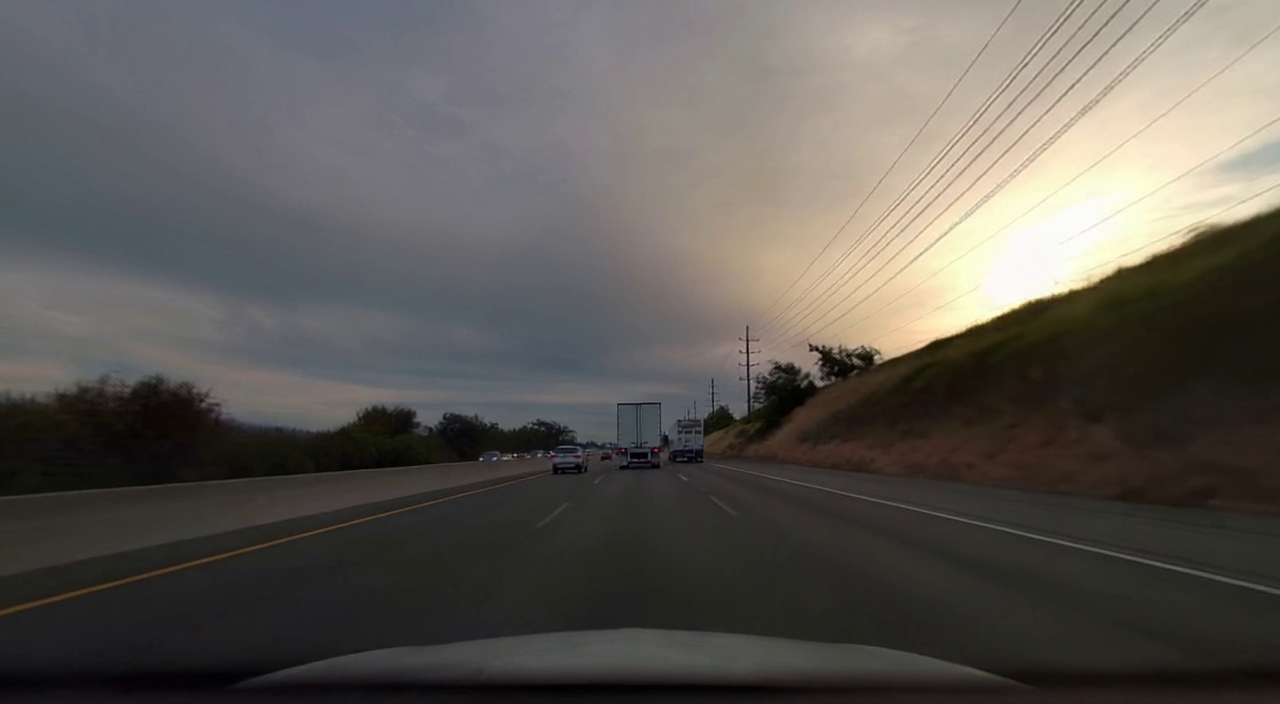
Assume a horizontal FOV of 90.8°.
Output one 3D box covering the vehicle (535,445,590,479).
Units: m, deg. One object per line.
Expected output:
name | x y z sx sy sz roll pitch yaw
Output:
vehicle | -3.758 5.432 31.441 2.128 1.533 4.694 0 -9 0

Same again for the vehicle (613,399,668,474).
vehicle | 0.069 5.427 39.789 2.985 4.025 10.982 0 -9 0
